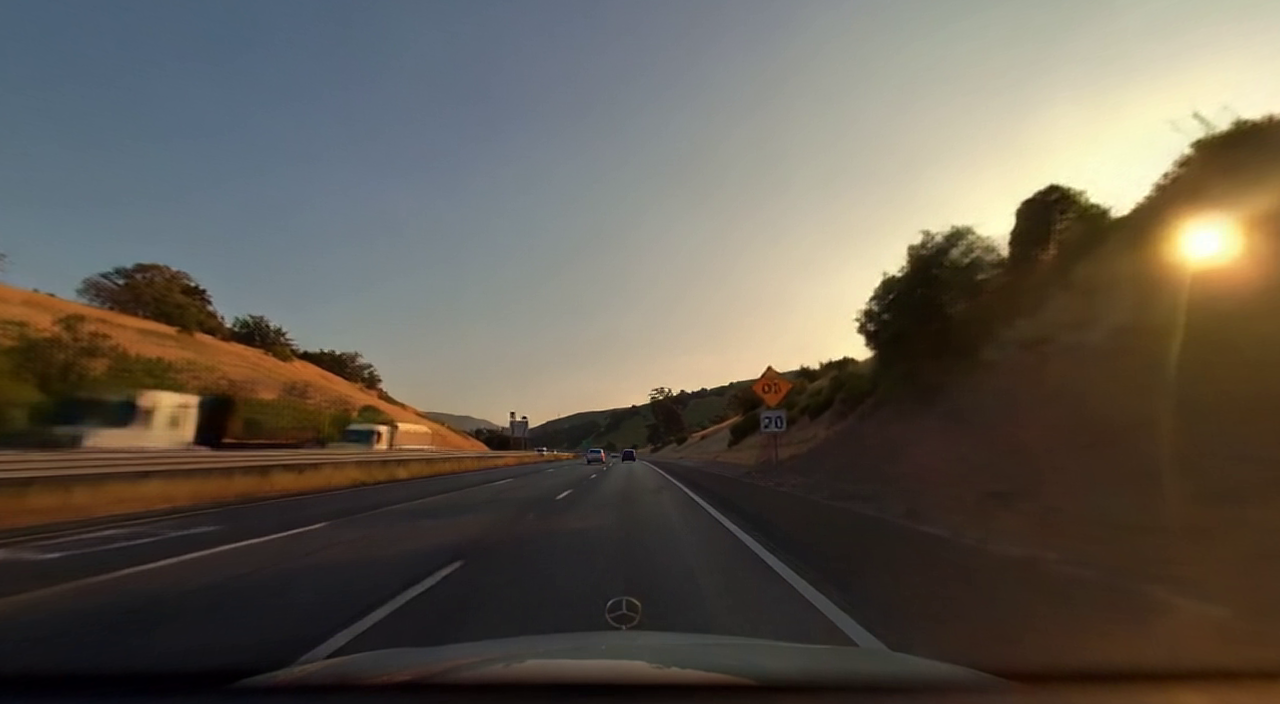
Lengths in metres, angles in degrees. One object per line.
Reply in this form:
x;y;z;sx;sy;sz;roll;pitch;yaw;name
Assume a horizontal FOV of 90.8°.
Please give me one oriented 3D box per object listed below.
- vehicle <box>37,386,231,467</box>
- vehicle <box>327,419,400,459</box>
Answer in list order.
-23.439;3.674;29.994;2.632;3.352;7.766;0;-9;0;vehicle
-19.767;6.344;45.501;2.337;2.638;6.419;0;-9;-1;vehicle
